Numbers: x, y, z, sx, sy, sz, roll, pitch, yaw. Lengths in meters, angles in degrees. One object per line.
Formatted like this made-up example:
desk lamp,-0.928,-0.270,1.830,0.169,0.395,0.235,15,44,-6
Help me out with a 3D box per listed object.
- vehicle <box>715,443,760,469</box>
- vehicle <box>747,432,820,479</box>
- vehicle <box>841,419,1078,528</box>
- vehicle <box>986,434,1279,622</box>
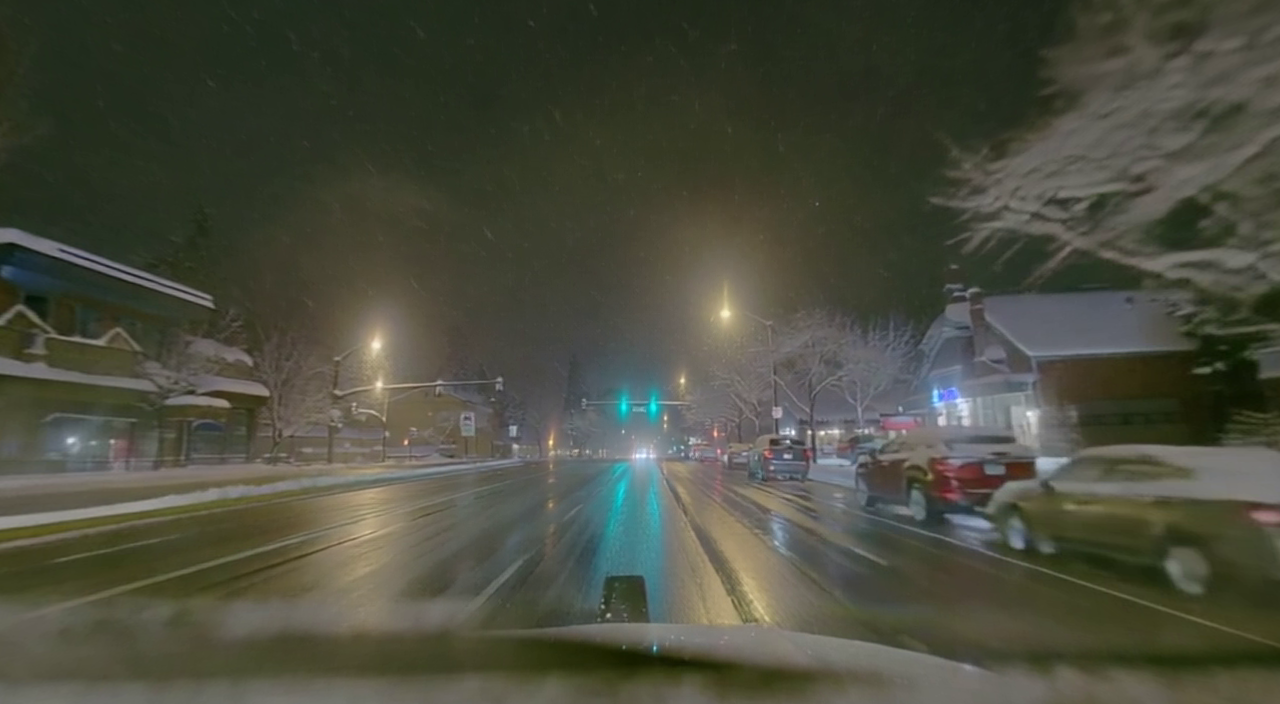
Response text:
vehicle,6.111,6.596,40.050,2.057,1.541,4.735,0,-9,-1
vehicle,6.040,4.430,27.154,1.931,1.814,4.870,0,-9,0
vehicle,5.880,2.321,12.588,1.965,1.705,5.114,1,-9,-1
vehicle,5.929,1.644,6.598,1.855,1.463,4.729,1,-9,-1
